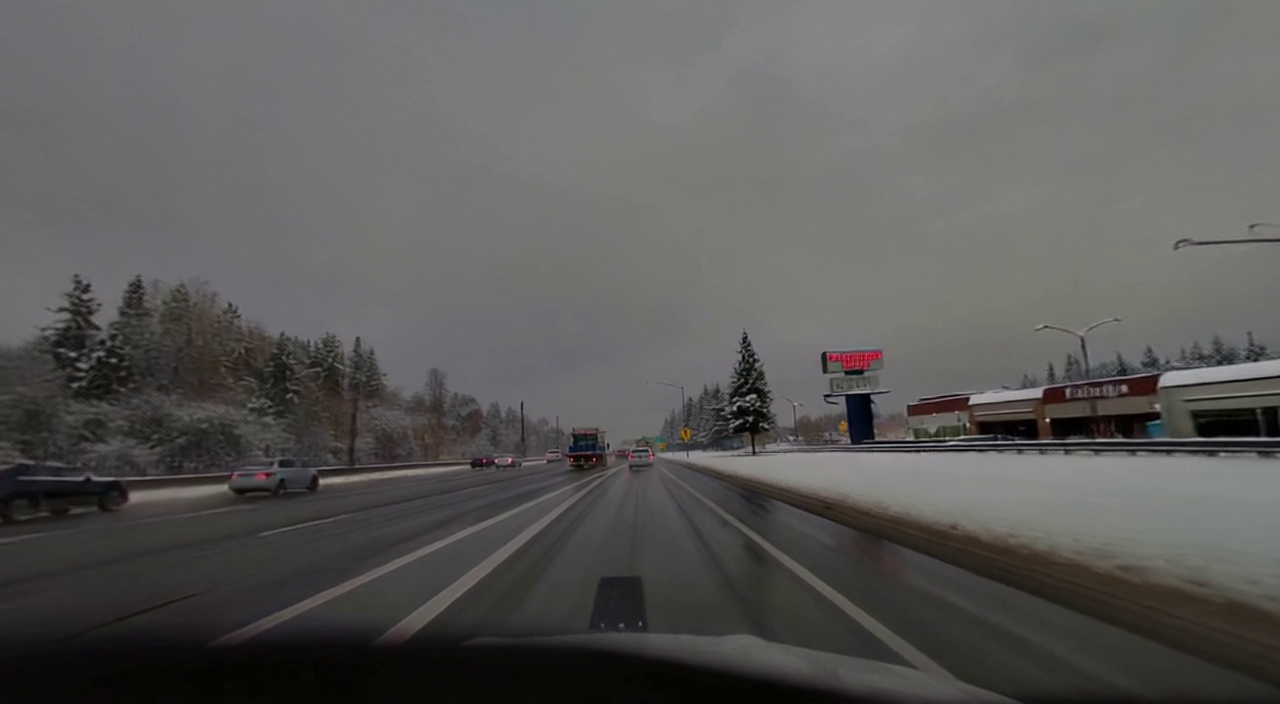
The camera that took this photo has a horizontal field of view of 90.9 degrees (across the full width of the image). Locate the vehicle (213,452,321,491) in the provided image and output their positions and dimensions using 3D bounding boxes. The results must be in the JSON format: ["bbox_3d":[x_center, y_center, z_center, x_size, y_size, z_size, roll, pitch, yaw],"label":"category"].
[{"bbox_3d":[-18.001,5.756,30.762,2.076,1.709,4.893,-1,-8,3],"label":"vehicle"}]

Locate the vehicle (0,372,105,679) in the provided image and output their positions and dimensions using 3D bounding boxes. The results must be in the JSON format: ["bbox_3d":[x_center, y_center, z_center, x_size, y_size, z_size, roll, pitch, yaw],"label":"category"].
[{"bbox_3d":[-4.930,0.783,2.073,2.200,1.793,4.586,0,-8,2],"label":"vehicle"}]

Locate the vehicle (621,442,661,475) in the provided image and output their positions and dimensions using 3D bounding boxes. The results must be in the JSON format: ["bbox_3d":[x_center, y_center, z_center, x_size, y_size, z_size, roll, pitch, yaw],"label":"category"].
[{"bbox_3d":[0.088,6.208,36.989,2.227,1.794,4.646,0,-8,1],"label":"vehicle"}]

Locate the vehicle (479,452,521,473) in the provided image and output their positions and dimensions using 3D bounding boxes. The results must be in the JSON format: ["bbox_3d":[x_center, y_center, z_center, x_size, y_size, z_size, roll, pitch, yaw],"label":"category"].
[{"bbox_3d":[-10.610,8.384,48.058,1.928,1.480,4.823,-1,-8,2],"label":"vehicle"}]

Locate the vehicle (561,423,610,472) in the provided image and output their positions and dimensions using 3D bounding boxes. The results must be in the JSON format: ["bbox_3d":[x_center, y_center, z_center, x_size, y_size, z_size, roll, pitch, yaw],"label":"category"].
[{"bbox_3d":[-4.061,7.395,49.113,2.796,3.426,8.553,-1,-8,2],"label":"vehicle"}]
